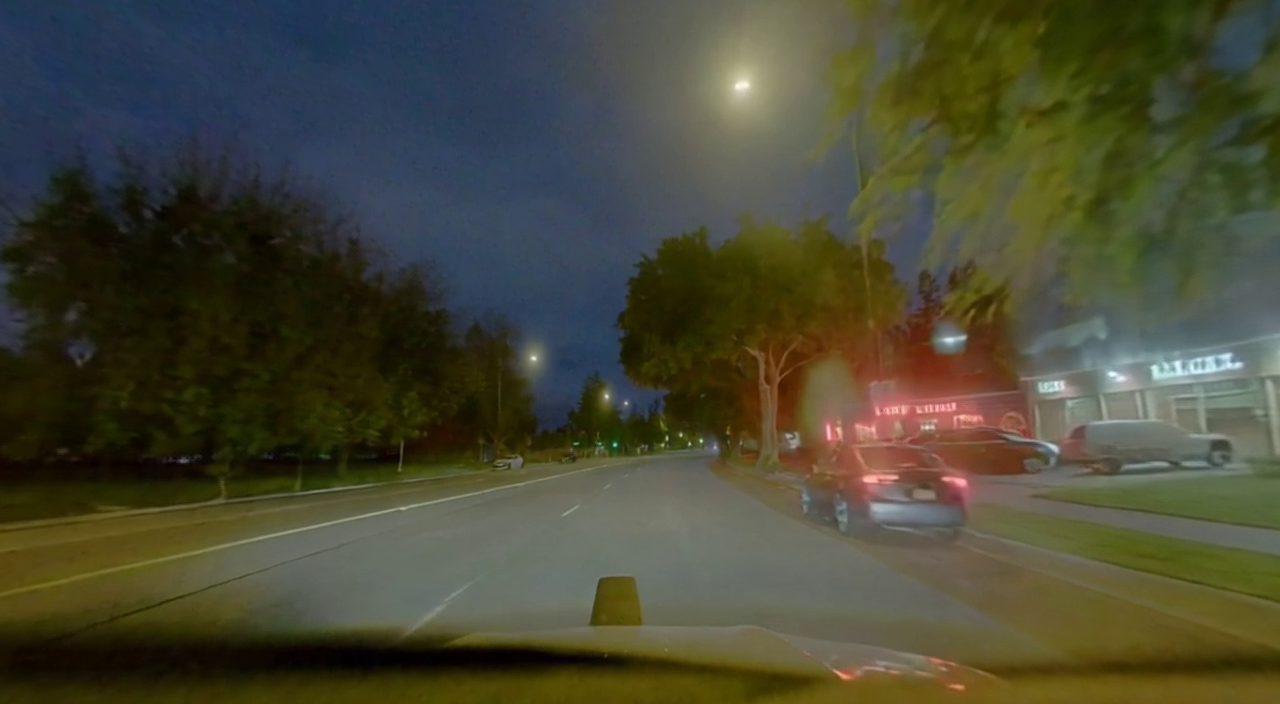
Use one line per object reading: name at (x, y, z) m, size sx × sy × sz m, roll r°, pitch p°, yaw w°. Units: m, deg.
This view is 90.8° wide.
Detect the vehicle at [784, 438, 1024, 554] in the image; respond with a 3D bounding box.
vehicle at (4.009, 2.248, 10.738) m, size 2.080 × 1.503 × 4.821 m, roll 0°, pitch -8°, yaw 1°

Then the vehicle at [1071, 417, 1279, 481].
vehicle at (15.605, 2.842, 18.556) m, size 4.290 × 1.717 × 2.013 m, roll -1°, pitch -8°, yaw 7°
